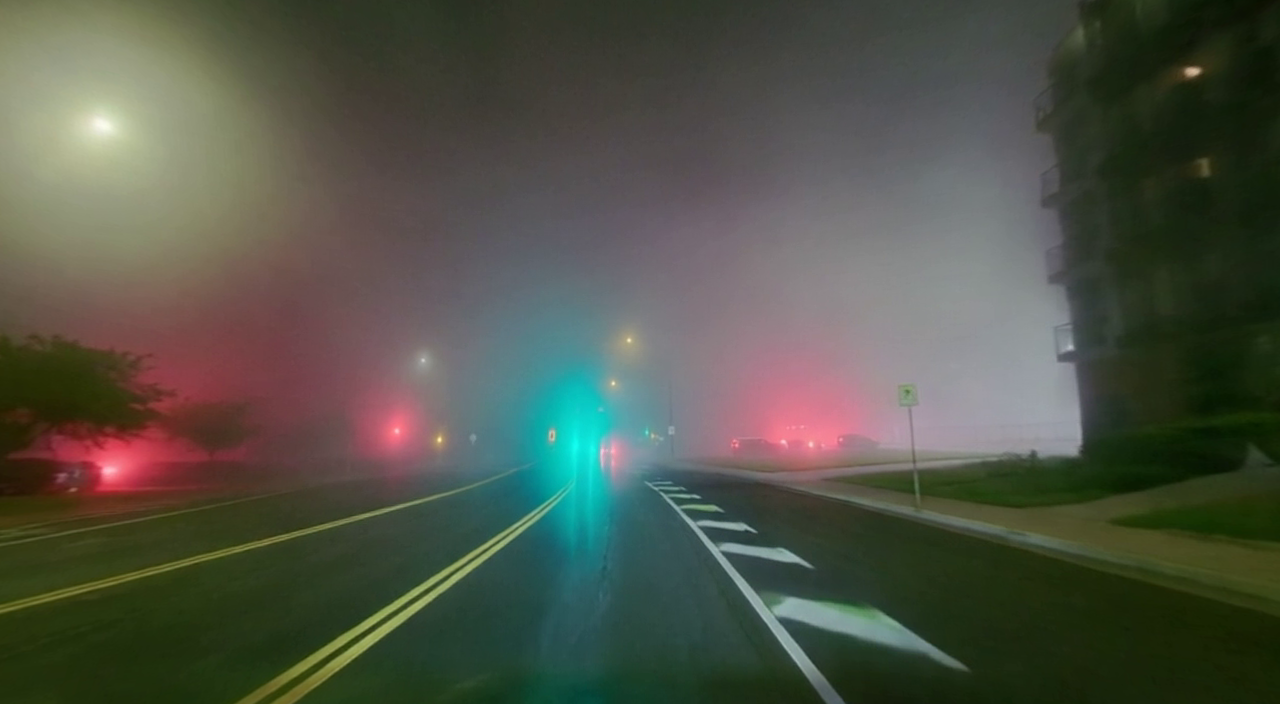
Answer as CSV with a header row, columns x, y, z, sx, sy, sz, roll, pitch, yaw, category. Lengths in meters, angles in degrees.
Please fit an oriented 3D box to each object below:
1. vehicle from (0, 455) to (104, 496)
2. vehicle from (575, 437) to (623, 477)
x,y,z,sx,sy,sz,roll,pitch,yaw,category
-25.896,5.198,26.876,1.876,1.503,4.910,0,-8,0,vehicle
-2.035,5.151,31.371,2.230,1.827,4.298,0,-8,-4,vehicle
